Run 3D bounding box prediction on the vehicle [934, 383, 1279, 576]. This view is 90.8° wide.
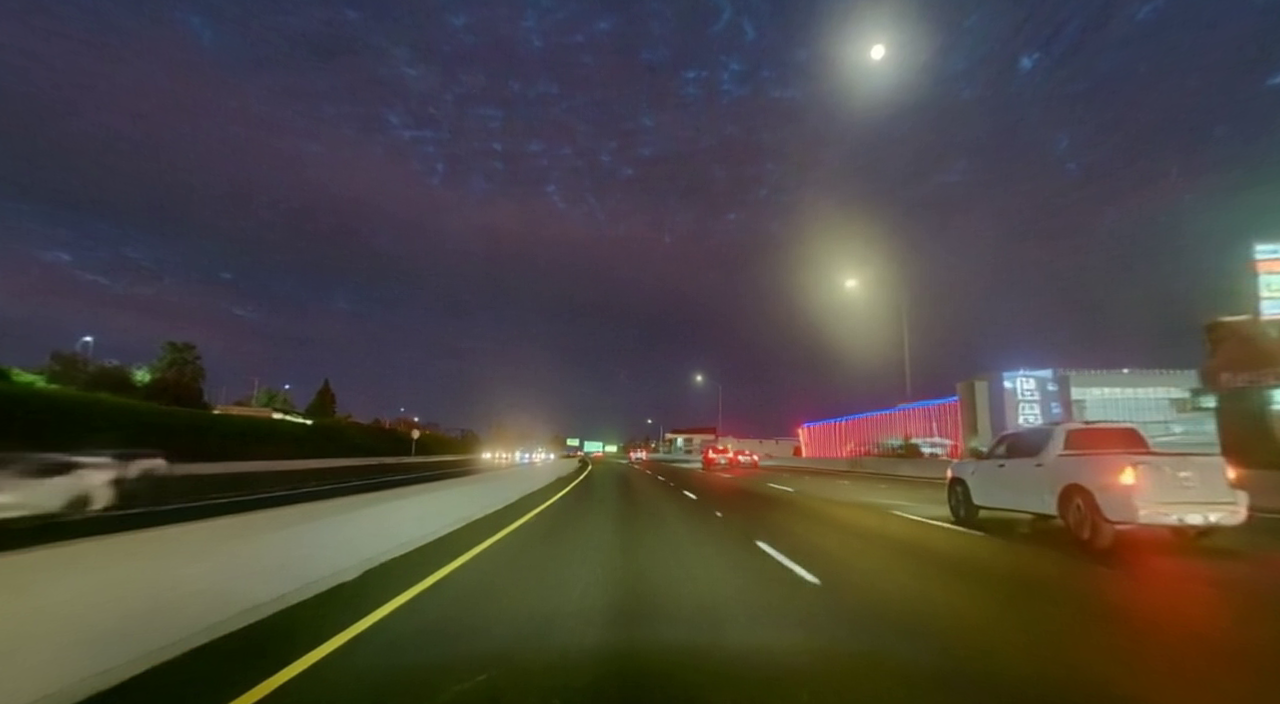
[{"bbox_3d":[6.505,1.667,8.970,2.181,1.952,4.973,0,-9,-1],"label":"vehicle"}]

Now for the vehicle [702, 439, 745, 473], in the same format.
[{"bbox_3d":[5.661,7.147,43.660,2.043,2.154,4.731,1,-9,-4],"label":"vehicle"}]
